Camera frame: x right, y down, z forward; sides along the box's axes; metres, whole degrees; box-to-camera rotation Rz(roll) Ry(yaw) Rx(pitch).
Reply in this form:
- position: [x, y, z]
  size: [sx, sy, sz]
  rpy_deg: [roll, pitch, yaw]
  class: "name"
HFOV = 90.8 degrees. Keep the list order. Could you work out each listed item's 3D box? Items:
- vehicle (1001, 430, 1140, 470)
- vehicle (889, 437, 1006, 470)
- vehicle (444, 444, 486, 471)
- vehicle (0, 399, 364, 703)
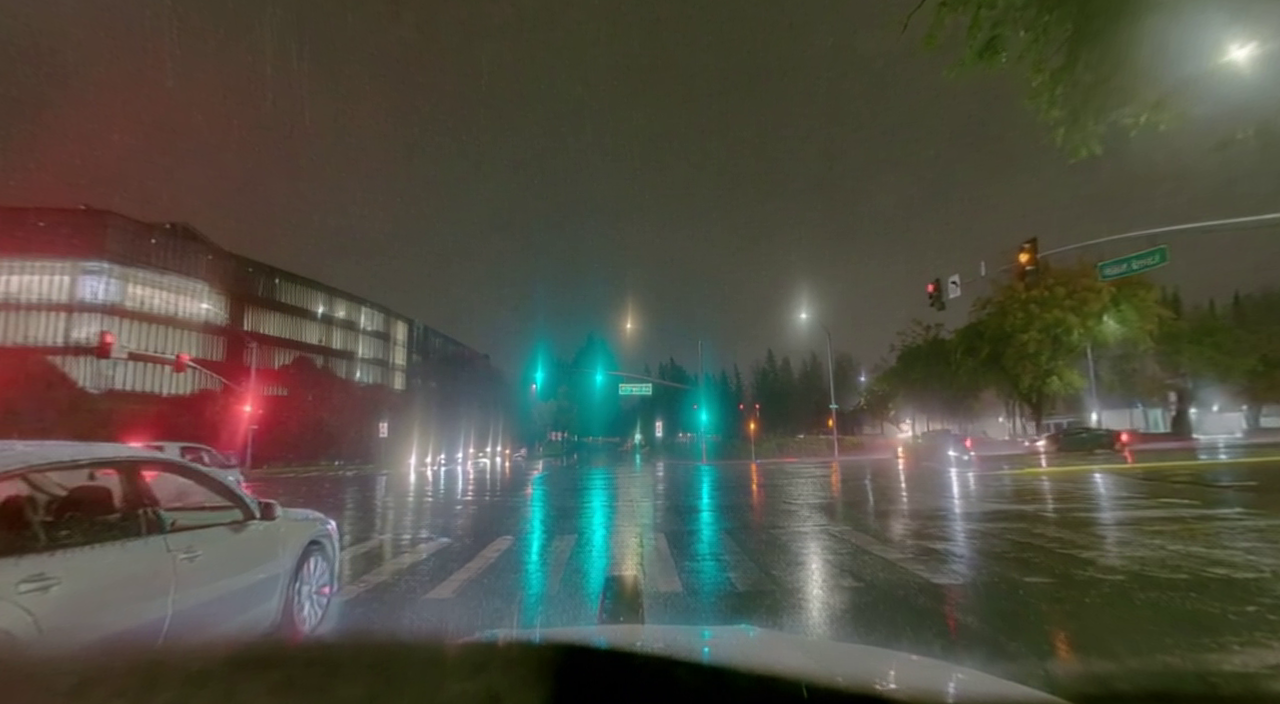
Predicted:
- position: [16.910, 3.868, 24.962]
  size: [4.181, 1.483, 1.831]
  rpy_deg: [0, -8, -3]
  class: "vehicle"
- position: [14.921, 4.940, 30.832]
  size: [4.660, 1.495, 2.007]
  rpy_deg: [0, -8, -2]
  class: "vehicle"
- position: [-12.876, 7.768, 46.802]
  size: [2.051, 1.715, 4.346]
  rpy_deg: [-2, -6, -3]
  class: "vehicle"
- position: [-3.072, 0.967, 2.494]
  size: [1.919, 1.478, 4.720]
  rpy_deg: [0, -8, -1]
  class: "vehicle"
